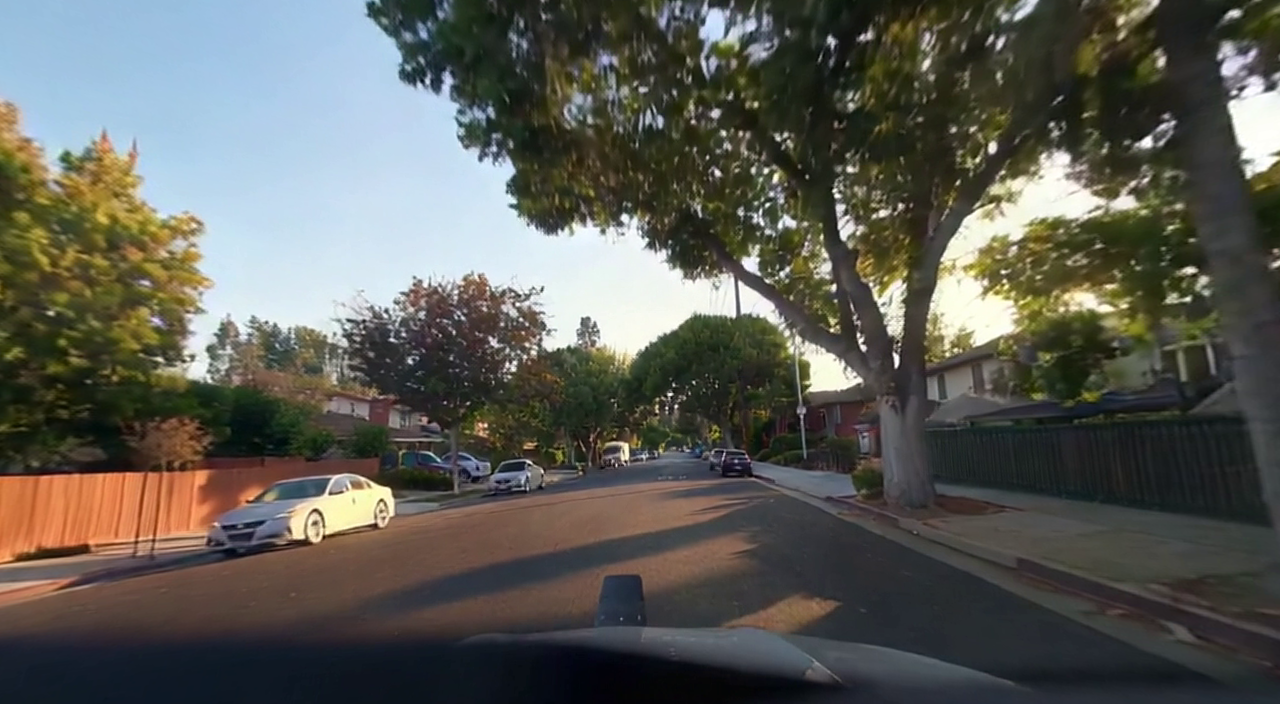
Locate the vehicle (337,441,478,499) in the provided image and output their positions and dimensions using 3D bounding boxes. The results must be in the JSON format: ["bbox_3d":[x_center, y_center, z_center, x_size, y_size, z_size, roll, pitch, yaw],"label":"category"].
[{"bbox_3d":[-10.012,5.080,28.048,2.416,2.211,6.384,-3,-8,17],"label":"vehicle"}]

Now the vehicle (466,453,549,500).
[{"bbox_3d":[-5.478,5.203,26.746,2.062,1.500,4.629,-4,-7,6],"label":"vehicle"}]

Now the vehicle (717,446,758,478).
[{"bbox_3d":[5.039,5.734,33.146,1.903,1.500,4.057,-2,-8,6],"label":"vehicle"}]

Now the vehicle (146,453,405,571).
[{"bbox_3d":[-6.595,2.879,12.217,2.061,1.466,4.660,-5,-7,4],"label":"vehicle"}]
